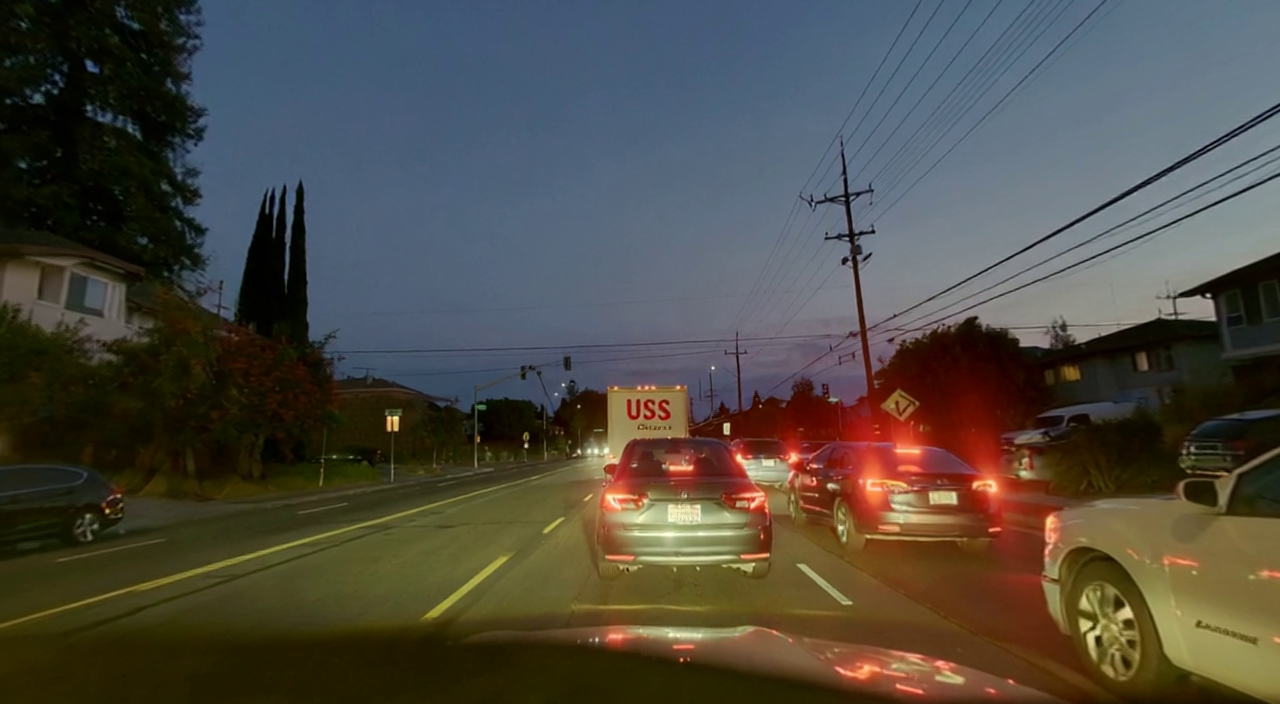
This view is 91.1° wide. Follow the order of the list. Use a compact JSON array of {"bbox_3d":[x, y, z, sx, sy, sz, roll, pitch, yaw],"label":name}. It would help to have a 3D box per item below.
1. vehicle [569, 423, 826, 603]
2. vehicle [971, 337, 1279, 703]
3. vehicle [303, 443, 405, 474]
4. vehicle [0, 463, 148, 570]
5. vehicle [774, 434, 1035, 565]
[{"bbox_3d":[0.484,1.687,7.543,2.158,1.499,4.377,0,-8,0],"label":"vehicle"},{"bbox_3d":[3.320,0.770,1.930,2.069,1.722,4.888,0,-9,2],"label":"vehicle"},{"bbox_3d":[-17.402,6.492,38.303,5.274,1.793,1.921,0,-9,3],"label":"vehicle"},{"bbox_3d":[-10.342,2.494,9.491,1.925,1.482,4.753,0,-8,0],"label":"vehicle"},{"bbox_3d":[3.525,2.035,9.504,1.993,1.479,4.487,0,-8,0],"label":"vehicle"}]
